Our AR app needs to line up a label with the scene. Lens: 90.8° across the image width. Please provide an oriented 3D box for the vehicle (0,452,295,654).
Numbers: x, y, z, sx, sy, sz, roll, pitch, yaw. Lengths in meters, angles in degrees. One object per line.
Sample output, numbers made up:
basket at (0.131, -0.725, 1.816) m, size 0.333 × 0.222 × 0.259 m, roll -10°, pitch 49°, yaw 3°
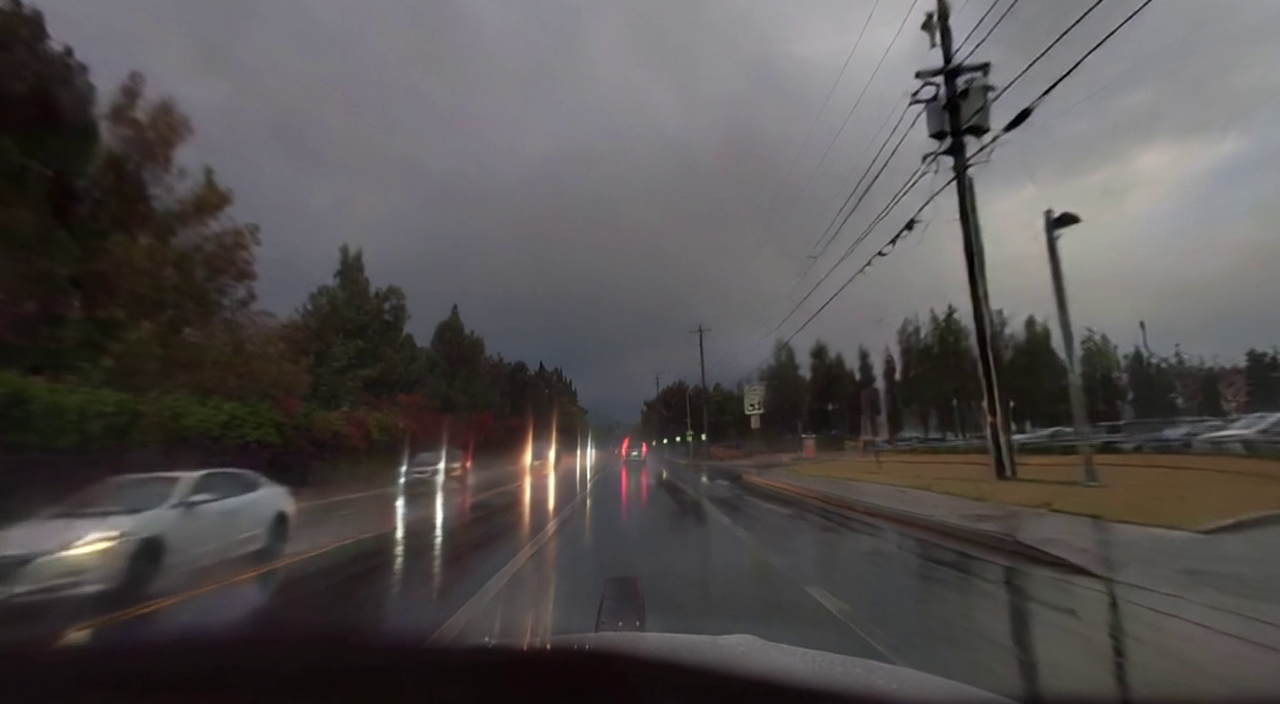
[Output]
vehicle at (-5.801, 1.805, 6.553) m, size 2.030 × 1.445 × 4.321 m, roll -1°, pitch -8°, yaw 0°

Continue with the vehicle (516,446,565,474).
vehicle at (-6.509, 7.116, 41.851) m, size 2.305 × 1.685 × 5.690 m, roll -1°, pitch -8°, yaw 0°

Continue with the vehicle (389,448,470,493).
vehicle at (-9.085, 5.095, 27.723) m, size 1.988 × 1.744 × 4.687 m, roll -1°, pitch -8°, yaw -1°

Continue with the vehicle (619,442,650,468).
vehicle at (-0.421, 7.510, 46.204) m, size 2.163 × 1.746 × 4.073 m, roll 0°, pitch -8°, yaw -2°
